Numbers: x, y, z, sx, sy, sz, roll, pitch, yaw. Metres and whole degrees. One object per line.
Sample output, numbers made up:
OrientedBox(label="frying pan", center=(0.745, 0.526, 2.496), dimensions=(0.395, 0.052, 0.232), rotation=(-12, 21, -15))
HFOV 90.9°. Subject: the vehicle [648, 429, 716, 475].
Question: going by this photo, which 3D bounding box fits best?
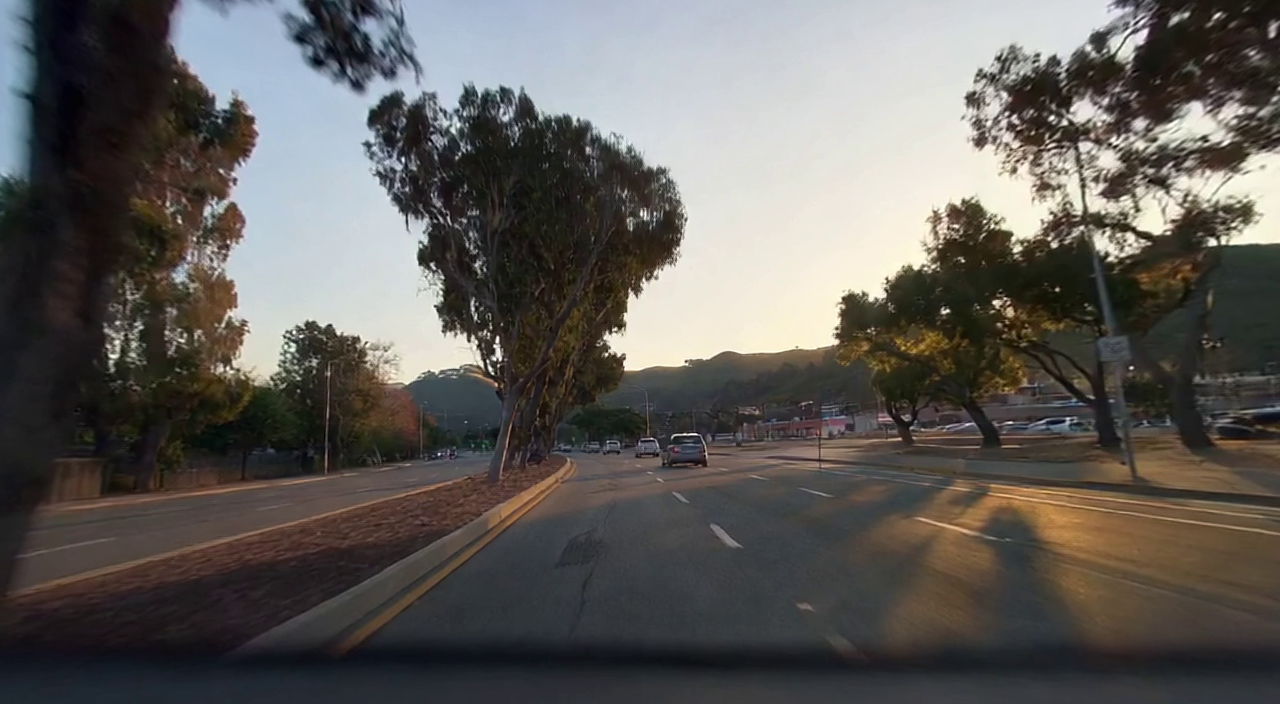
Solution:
OrientedBox(label="vehicle", center=(1.638, 4.146, 26.325), dimensions=(2.253, 1.756, 4.313), rotation=(0, -8, -4))
